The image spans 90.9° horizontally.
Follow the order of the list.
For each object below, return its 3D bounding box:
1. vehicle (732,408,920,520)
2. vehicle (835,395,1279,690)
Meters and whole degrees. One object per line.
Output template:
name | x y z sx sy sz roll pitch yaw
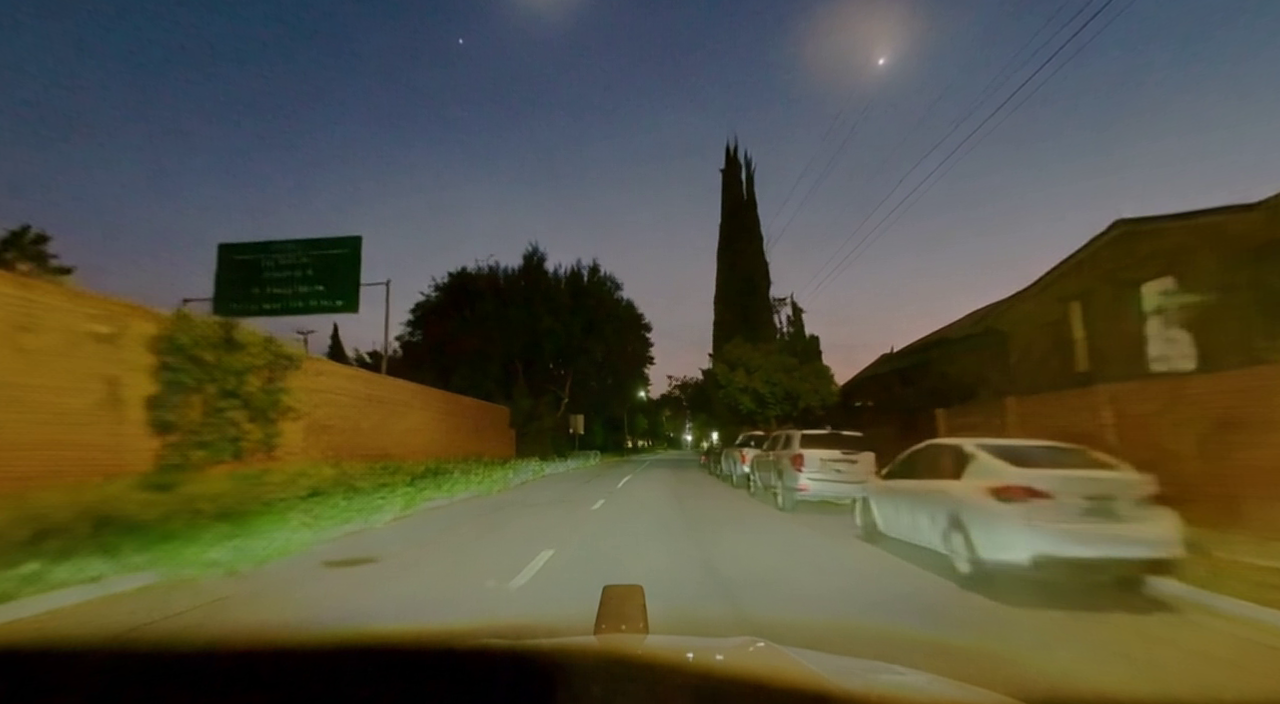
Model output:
vehicle | 3.718 2.520 14.285 2.518 1.943 6.415 0 -10 2
vehicle | 3.770 1.485 6.354 2.048 1.596 5.543 3 -8 2
